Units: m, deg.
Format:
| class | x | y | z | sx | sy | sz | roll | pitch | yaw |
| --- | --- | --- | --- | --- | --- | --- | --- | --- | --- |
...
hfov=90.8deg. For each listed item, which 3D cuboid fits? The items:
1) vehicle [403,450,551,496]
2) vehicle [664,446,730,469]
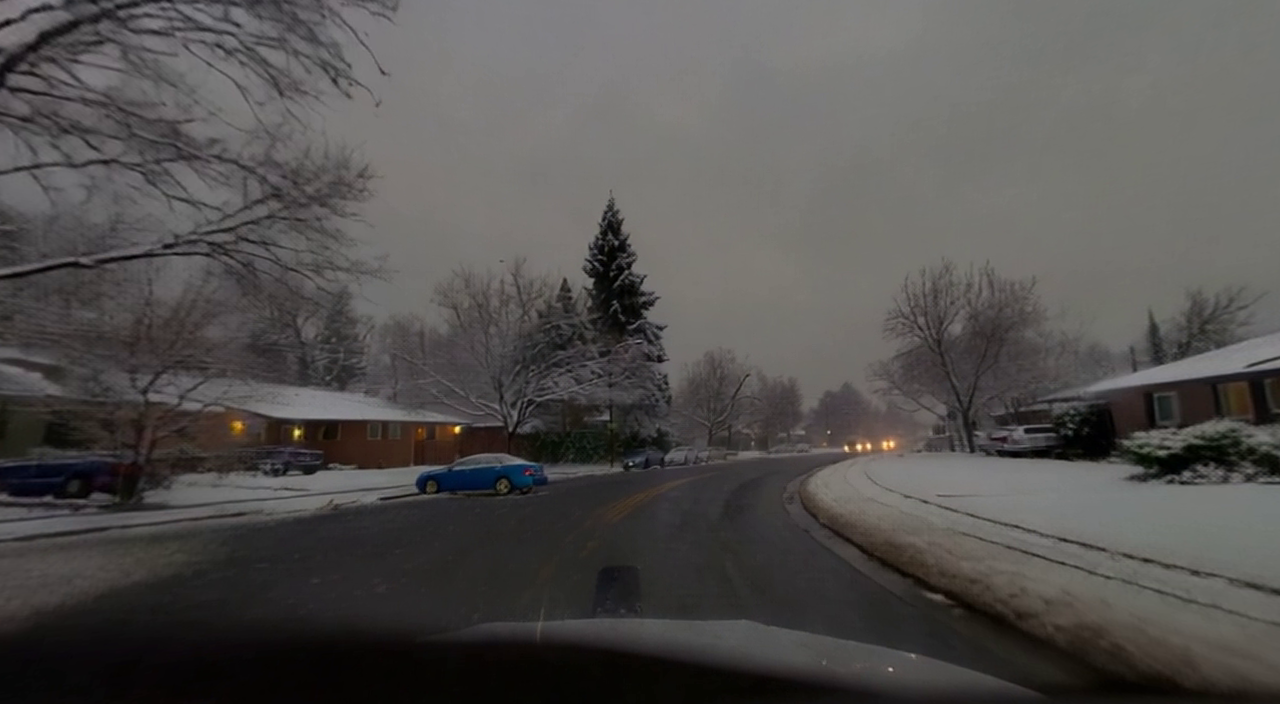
| class | x | y | z | sx | sy | sz | roll | pitch | yaw |
| --- | --- | --- | --- | --- | --- | --- | --- | --- | --- |
| vehicle | -5.670 | 4.211 | 22.265 | 4.653 | 1.480 | 1.871 | -2 | -9 | 10 |
| vehicle | 4.422 | 8.178 | 49.082 | 4.692 | 1.660 | 1.879 | -3 | -9 | 21 |
